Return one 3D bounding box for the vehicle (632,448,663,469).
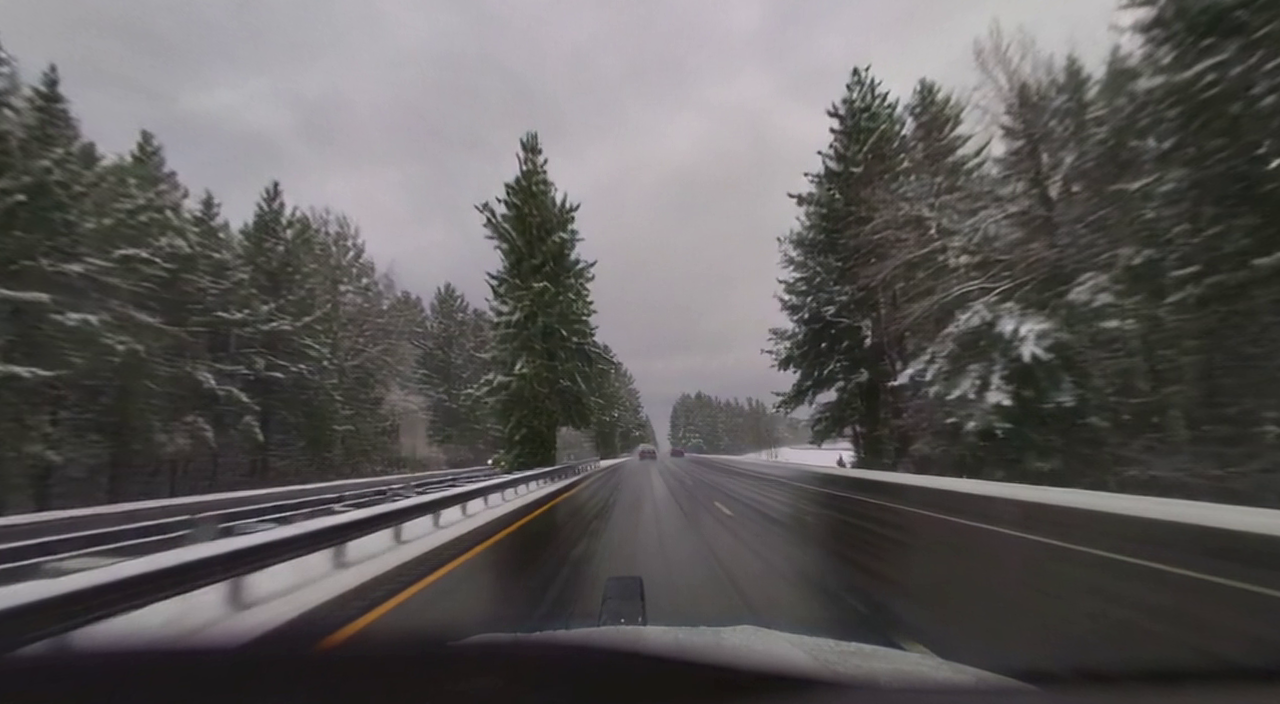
[{"bbox_3d":[0.500,7.788,46.185,2.162,1.492,3.975,0,-9,0],"label":"vehicle"}]
